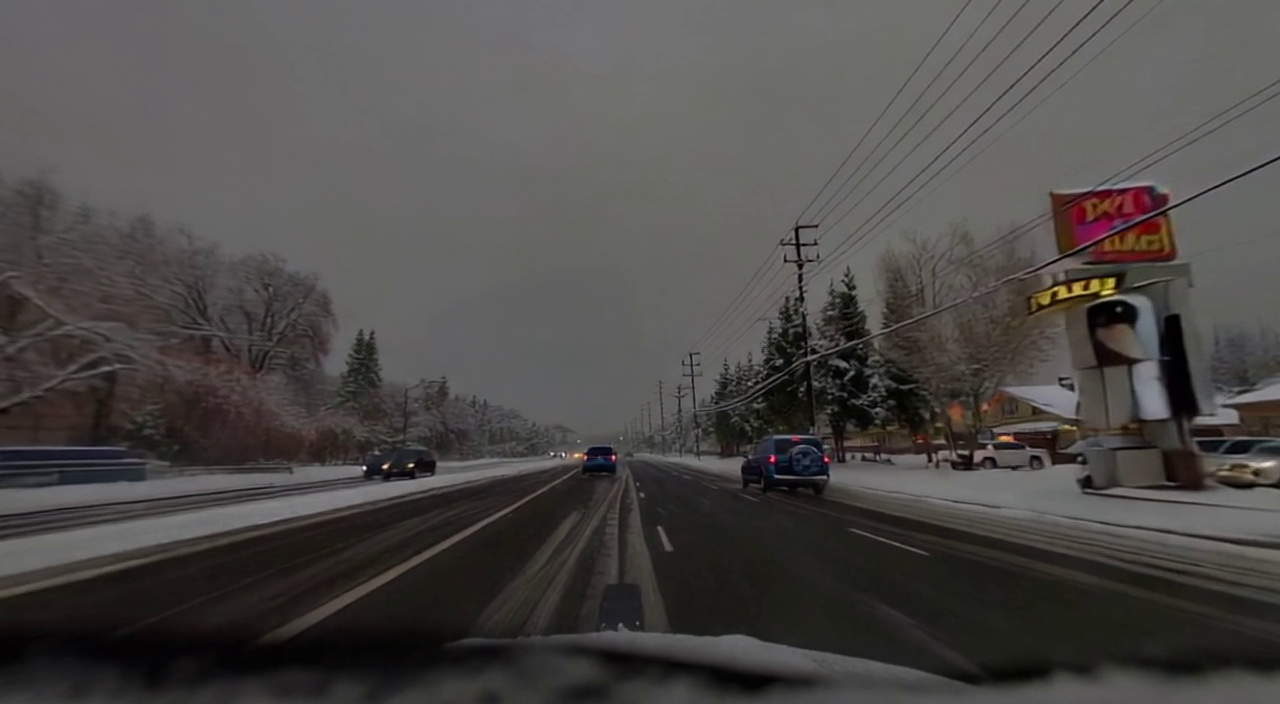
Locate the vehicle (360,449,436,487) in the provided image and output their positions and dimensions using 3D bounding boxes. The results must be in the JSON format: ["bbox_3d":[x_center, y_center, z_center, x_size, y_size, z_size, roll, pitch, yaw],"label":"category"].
[{"bbox_3d":[-11.845,5.676,31.180,2.080,1.688,4.473,0,-9,-2],"label":"vehicle"}]

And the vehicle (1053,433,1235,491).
[{"bbox_3d":[16.619,3.613,20.937,4.323,1.466,1.878,-5,-8,-1],"label":"vehicle"}]

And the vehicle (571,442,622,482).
[{"bbox_3d":[-1.887,4.927,28.531,2.138,1.672,4.168,0,-9,-2],"label":"vehicle"}]

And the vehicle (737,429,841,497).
[{"bbox_3d":[4.647,3.547,20.411,2.107,1.928,4.471,0,-9,-2],"label":"vehicle"}]
